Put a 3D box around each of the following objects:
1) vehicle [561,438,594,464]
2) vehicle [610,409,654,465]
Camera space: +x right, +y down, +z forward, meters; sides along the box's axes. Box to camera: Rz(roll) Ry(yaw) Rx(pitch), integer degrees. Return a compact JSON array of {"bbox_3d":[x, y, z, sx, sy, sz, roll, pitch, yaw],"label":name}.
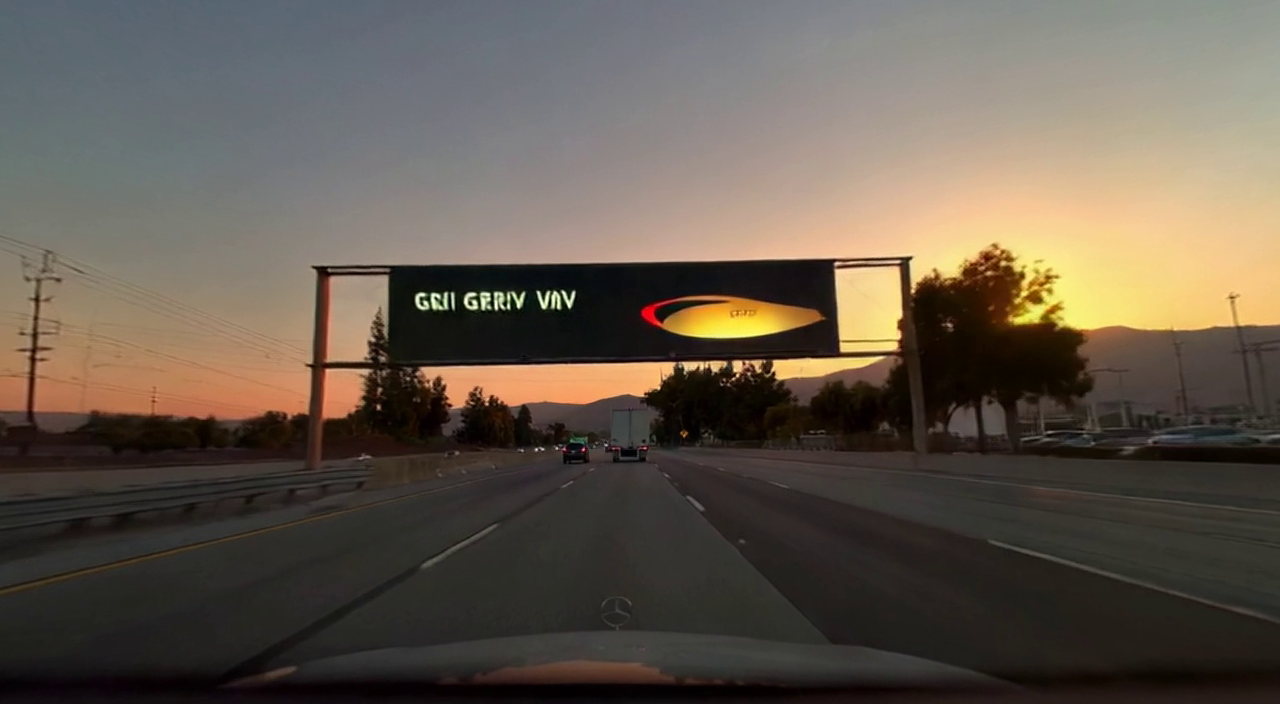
[{"bbox_3d":[-4.786,7.697,49.162,2.095,1.930,4.680,0,-8,0],"label":"vehicle"},{"bbox_3d":[-0.485,6.602,48.604,3.000,3.786,11.740,0,-8,0],"label":"vehicle"}]
